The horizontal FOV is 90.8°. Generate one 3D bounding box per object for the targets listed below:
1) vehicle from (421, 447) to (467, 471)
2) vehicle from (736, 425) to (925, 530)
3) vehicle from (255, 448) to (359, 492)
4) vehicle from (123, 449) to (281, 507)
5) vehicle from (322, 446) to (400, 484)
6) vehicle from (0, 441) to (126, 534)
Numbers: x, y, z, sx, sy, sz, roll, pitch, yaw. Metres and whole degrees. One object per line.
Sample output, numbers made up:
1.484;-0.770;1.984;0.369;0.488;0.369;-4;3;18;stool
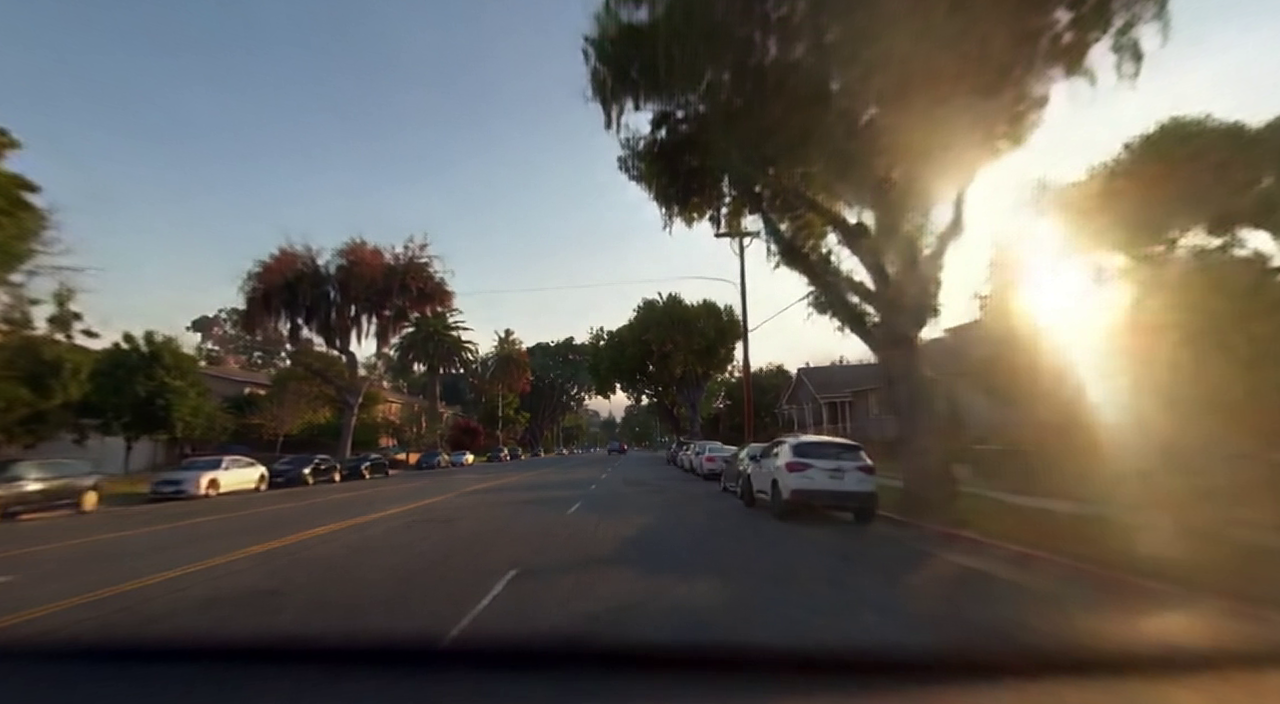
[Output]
-13.960;7.642;45.268;1.970;1.525;4.420;0;-8;-2;vehicle
3.527;2.464;13.031;2.221;1.718;5.192;0;-9;-1;vehicle
-13.641;4.819;26.214;1.899;1.474;4.529;-1;-7;0;vehicle
-13.631;3.904;20.073;1.921;1.498;4.460;0;-7;-1;vehicle
-13.768;5.580;31.459;1.876;1.610;4.467;-1;-7;-1;vehicle
-13.563;2.828;13.367;1.844;1.764;4.183;-1;-7;-1;vehicle
